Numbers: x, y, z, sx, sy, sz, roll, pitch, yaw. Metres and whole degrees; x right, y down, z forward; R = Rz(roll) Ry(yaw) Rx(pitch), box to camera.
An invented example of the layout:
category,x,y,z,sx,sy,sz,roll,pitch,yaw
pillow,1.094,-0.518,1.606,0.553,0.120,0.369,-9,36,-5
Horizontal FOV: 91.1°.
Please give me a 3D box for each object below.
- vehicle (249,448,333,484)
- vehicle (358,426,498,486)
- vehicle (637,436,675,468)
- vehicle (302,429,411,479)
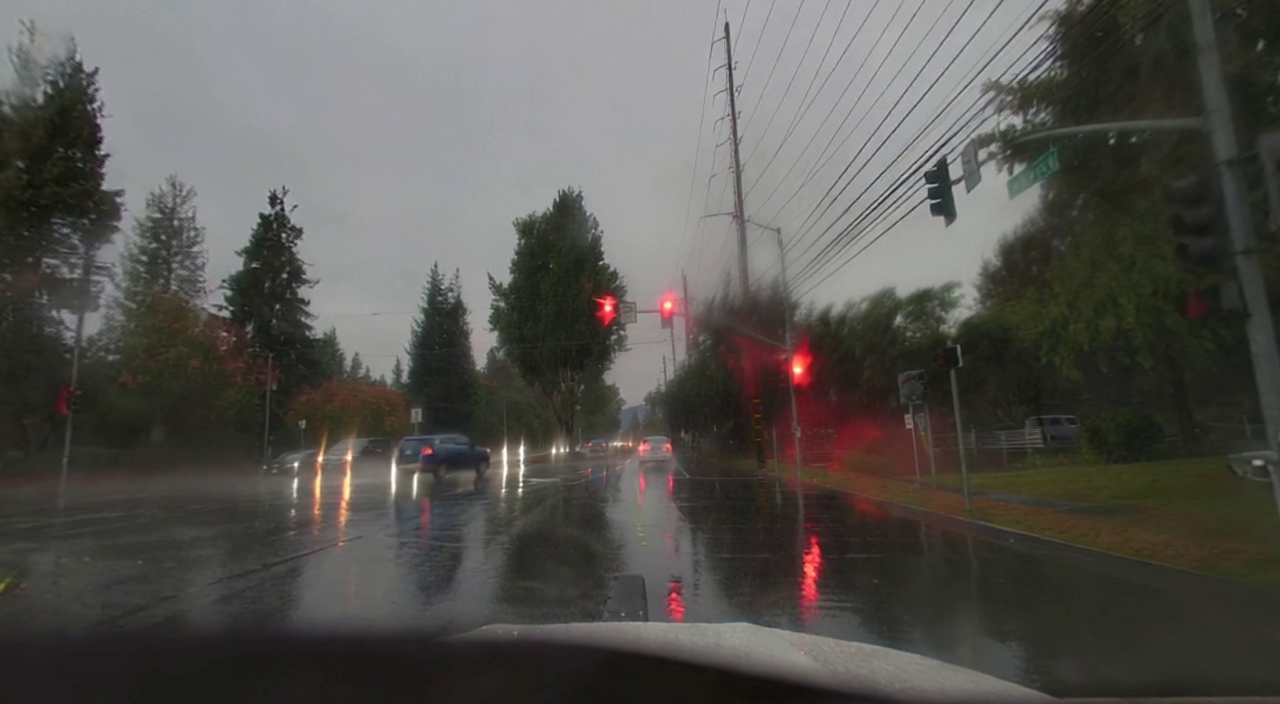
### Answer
category,x,y,z,sx,sy,sz,roll,pitch,yaw
vehicle,-17.092,5.588,31.009,1.942,1.477,3.957,-4,-9,0
vehicle,-7.717,3.836,23.407,2.175,1.957,4.686,-5,-10,26
vehicle,0.928,5.731,36.036,2.010,1.681,4.682,-1,-8,2
vehicle,-13.113,4.765,29.630,2.350,2.104,5.828,0,-8,1
